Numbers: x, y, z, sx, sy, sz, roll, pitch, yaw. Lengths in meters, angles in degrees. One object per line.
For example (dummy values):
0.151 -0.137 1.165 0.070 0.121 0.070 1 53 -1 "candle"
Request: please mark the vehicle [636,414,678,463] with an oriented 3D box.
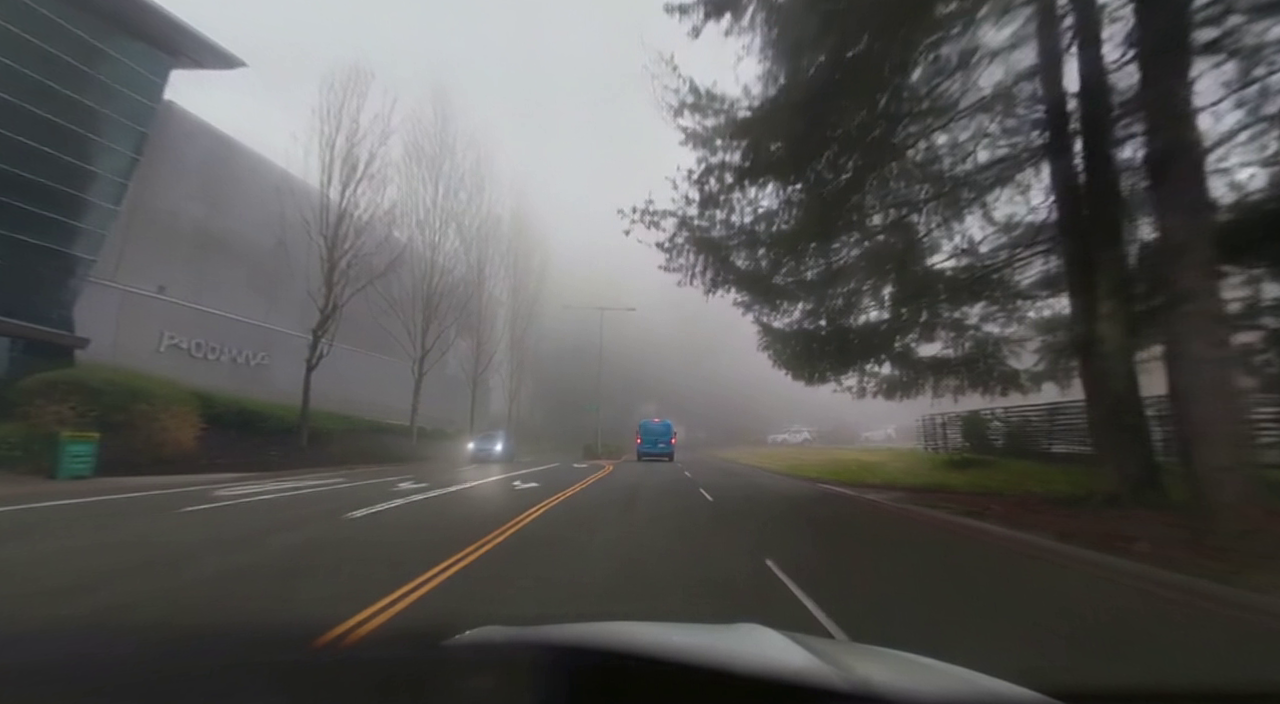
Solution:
1.097 5.390 39.560 2.435 2.816 5.232 0 -7 2 "vehicle"
